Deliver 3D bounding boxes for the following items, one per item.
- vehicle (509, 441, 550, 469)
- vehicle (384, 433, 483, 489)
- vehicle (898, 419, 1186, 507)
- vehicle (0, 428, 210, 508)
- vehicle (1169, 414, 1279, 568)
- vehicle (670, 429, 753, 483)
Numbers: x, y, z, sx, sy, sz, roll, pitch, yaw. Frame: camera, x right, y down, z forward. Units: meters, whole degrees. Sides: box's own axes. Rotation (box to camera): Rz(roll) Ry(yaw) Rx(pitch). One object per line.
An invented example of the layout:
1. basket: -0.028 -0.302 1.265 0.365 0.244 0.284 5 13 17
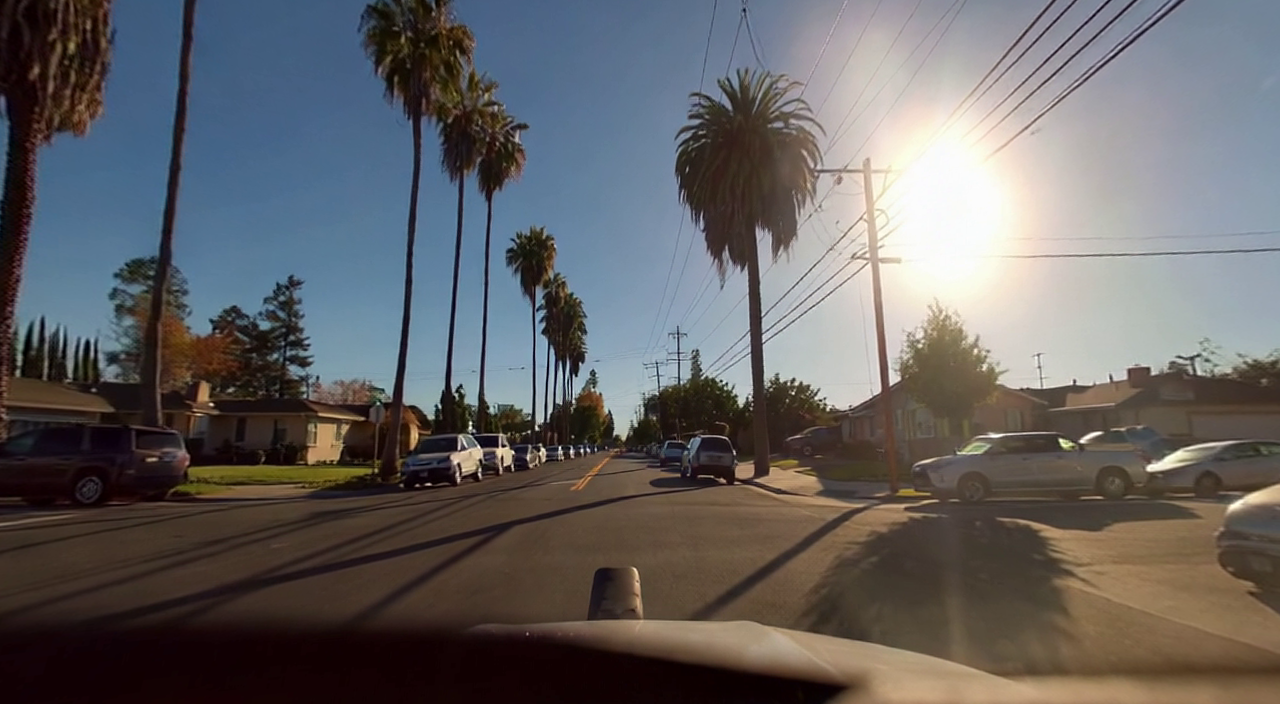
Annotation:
1. vehicle: -7.821 7.316 45.133 2.178 1.865 4.658 1 -9 -2
2. vehicle: -6.949 3.720 21.834 2.198 1.724 4.493 1 -9 -5
3. vehicle: 10.303 2.876 16.574 5.971 1.967 2.385 -1 -9 -5
4. vehicle: -14.779 2.953 16.067 5.847 1.766 2.392 -1 -9 -2
5. vehicle: 8.990 1.562 7.129 4.181 1.638 2.015 0 -9 -1
6. vehicle: 2.711 4.168 25.588 2.505 1.895 5.805 1 -9 -2
